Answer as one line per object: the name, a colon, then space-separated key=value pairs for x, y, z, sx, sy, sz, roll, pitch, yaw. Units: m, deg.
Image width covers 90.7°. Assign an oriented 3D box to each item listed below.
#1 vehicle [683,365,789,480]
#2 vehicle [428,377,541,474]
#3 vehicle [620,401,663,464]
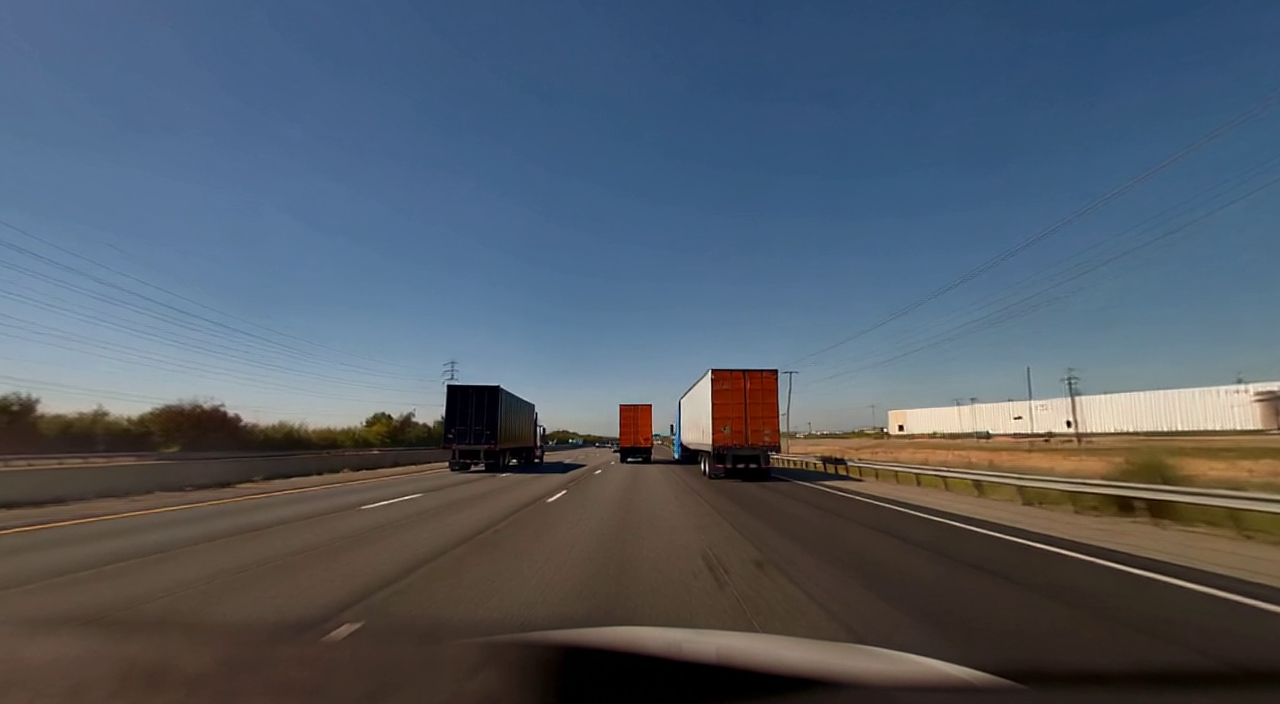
vehicle: x=3.602 y=3.120 z=26.562 sx=2.806 sy=3.919 sz=9.777 roll=0 pitch=-9 yaw=-1
vehicle: x=-7.285 y=3.865 z=31.742 sx=2.937 sy=3.981 sz=11.119 roll=0 pitch=-9 yaw=-1
vehicle: x=0.227 y=6.385 z=49.268 sx=2.891 sy=4.252 sz=12.228 roll=-1 pitch=-9 yaw=1
